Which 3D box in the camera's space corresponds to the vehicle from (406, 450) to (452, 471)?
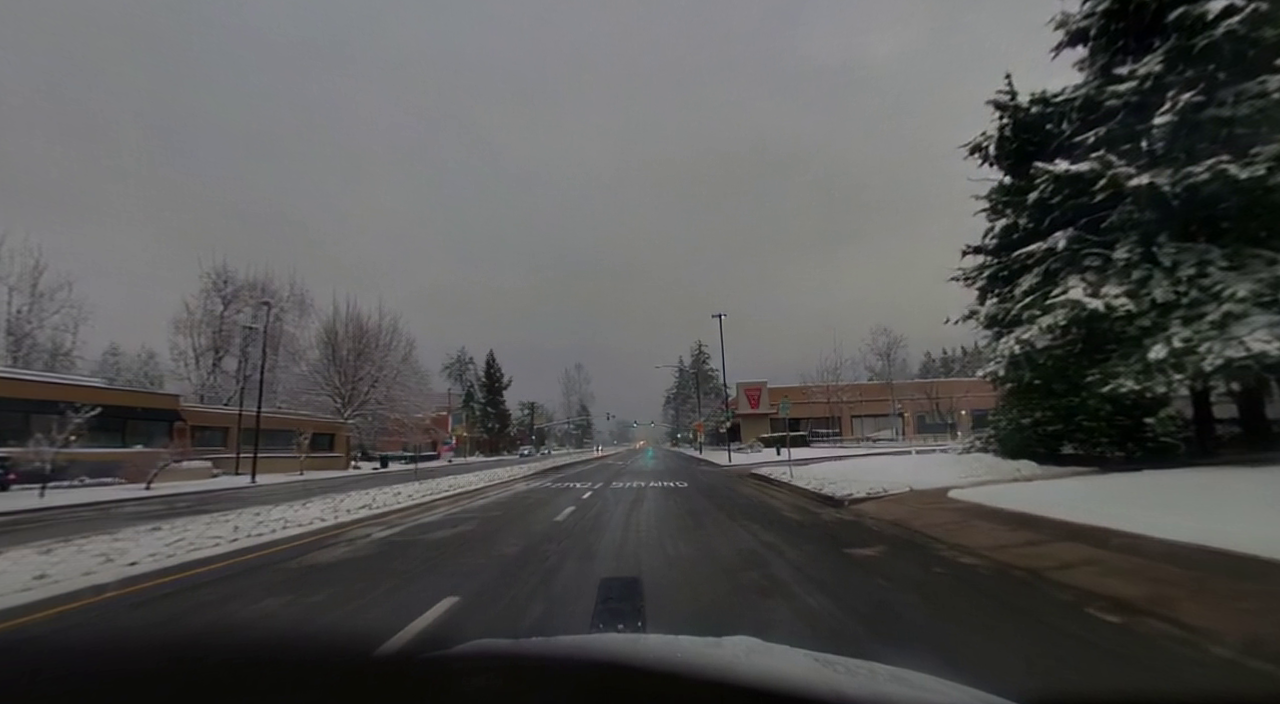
[{"bbox_3d":[-16.697,8.601,49.979,1.861,1.541,4.530,-1,-9,3],"label":"vehicle"}]
